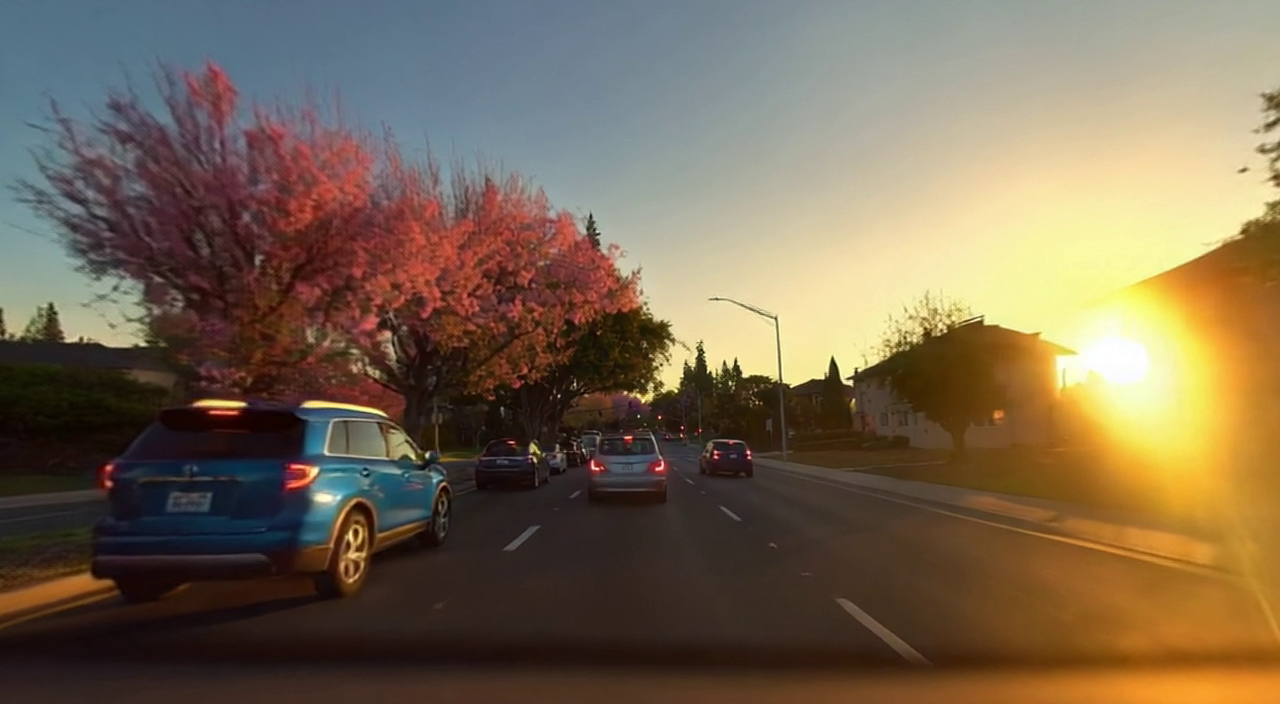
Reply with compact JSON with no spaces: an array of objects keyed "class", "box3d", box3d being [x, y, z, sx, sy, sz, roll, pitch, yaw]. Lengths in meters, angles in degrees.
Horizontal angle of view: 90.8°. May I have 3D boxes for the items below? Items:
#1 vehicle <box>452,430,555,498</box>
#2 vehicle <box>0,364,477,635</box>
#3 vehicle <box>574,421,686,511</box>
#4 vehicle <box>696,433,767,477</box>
[{"class":"vehicle","box3d":[-3.671,3.097,17.832,1.948,1.668,4.279,0,-8,0]},{"class":"vehicle","box3d":[-3.604,1.392,7.003,2.304,1.928,4.833,0,-8,0]},{"class":"vehicle","box3d":[-0.209,2.465,14.077,2.112,1.693,4.058,0,-8,-1]},{"class":"vehicle","box3d":[3.734,4.324,26.720,2.188,1.685,4.604,0,-8,-2]}]
